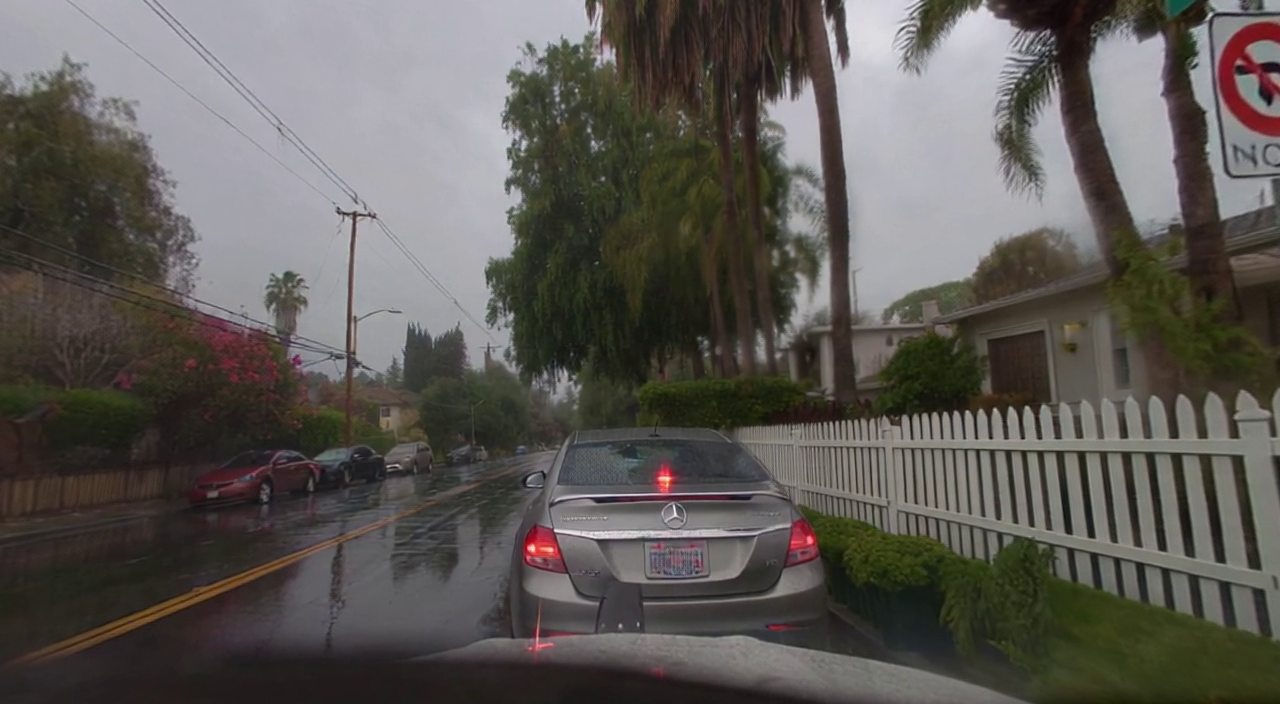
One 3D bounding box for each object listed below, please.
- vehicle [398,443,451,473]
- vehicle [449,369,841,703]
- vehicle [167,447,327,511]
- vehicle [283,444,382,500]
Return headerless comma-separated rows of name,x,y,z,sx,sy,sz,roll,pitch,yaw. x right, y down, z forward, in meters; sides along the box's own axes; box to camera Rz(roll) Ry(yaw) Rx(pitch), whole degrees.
vehicle,-13.161,6.465,38.709,2.060,1.689,4.999,1,-8,-7
vehicle,-0.136,1.213,4.998,1.894,1.695,3.795,1,-8,-6
vehicle,-11.391,3.653,18.790,2.017,1.627,5.039,1,-8,-7
vehicle,-12.152,4.713,25.246,2.048,1.485,4.757,-4,-4,-7
